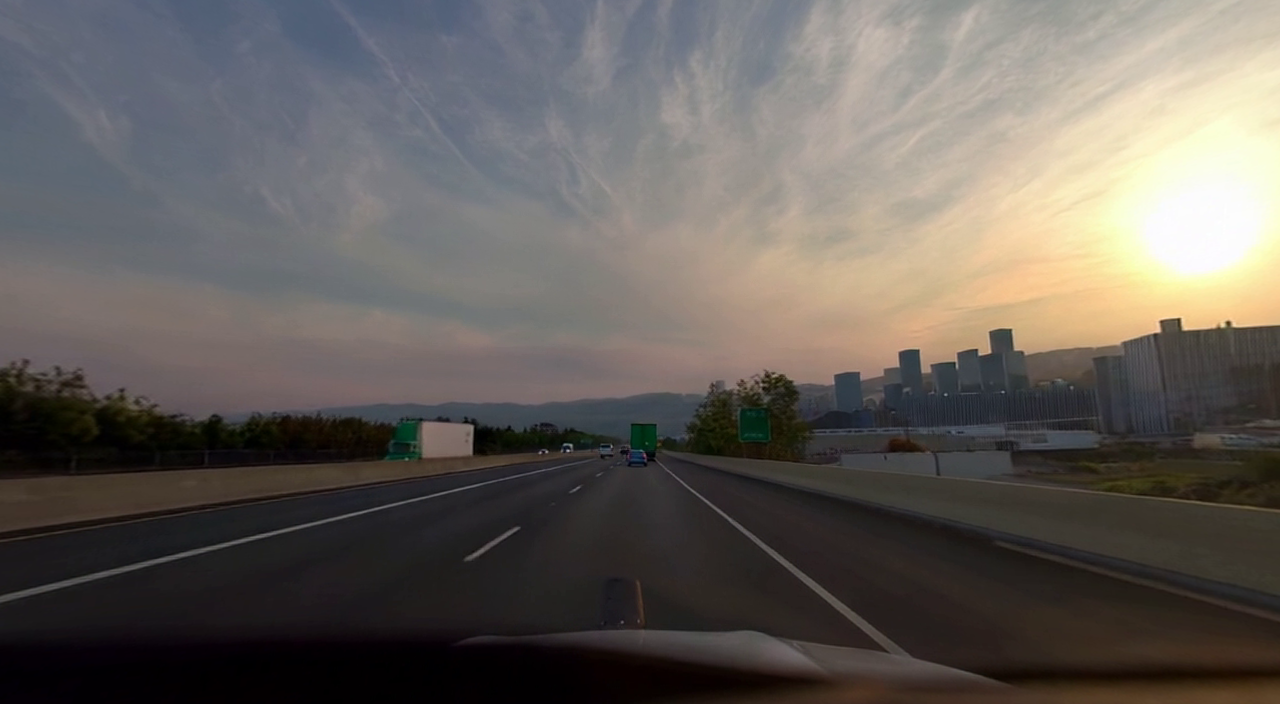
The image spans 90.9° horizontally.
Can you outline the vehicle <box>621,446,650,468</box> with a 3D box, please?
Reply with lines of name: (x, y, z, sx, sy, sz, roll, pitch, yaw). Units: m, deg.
vehicle: (-0.330, 7.915, 47.670, 2.094, 1.559, 3.945, 0, -9, 0)
